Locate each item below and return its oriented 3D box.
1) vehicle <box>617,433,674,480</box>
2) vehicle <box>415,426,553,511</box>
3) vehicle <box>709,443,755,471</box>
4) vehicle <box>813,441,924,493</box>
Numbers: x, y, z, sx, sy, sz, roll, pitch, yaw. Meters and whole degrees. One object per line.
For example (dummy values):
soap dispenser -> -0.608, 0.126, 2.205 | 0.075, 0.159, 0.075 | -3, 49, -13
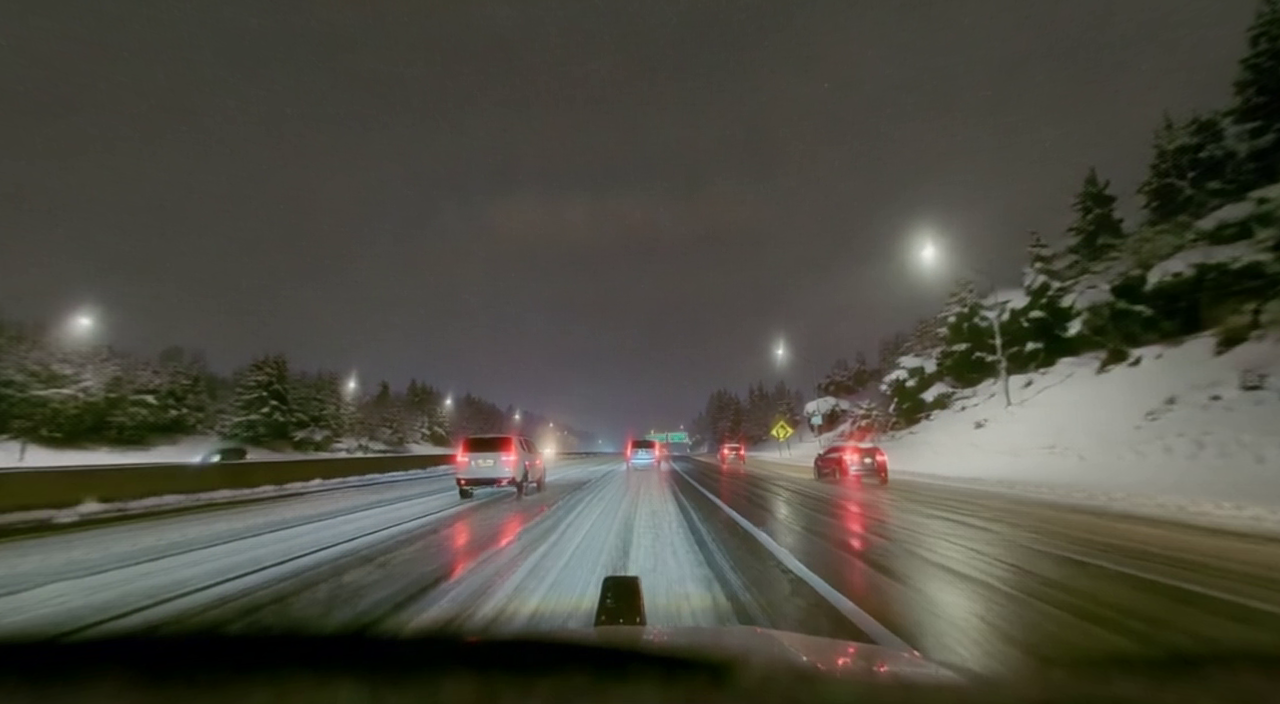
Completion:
vehicle -> 0.243, 4.570, 27.809 | 2.270, 1.862, 4.949 | 0, -9, 1
vehicle -> -3.576, 2.769, 15.380 | 2.142, 1.759, 4.297 | 0, -9, 2
vehicle -> 5.204, 6.015, 36.188 | 2.005, 1.456, 4.287 | 0, -9, 0
vehicle -> 7.248, 3.689, 20.496 | 1.936, 1.480, 4.373 | 0, -9, 0
